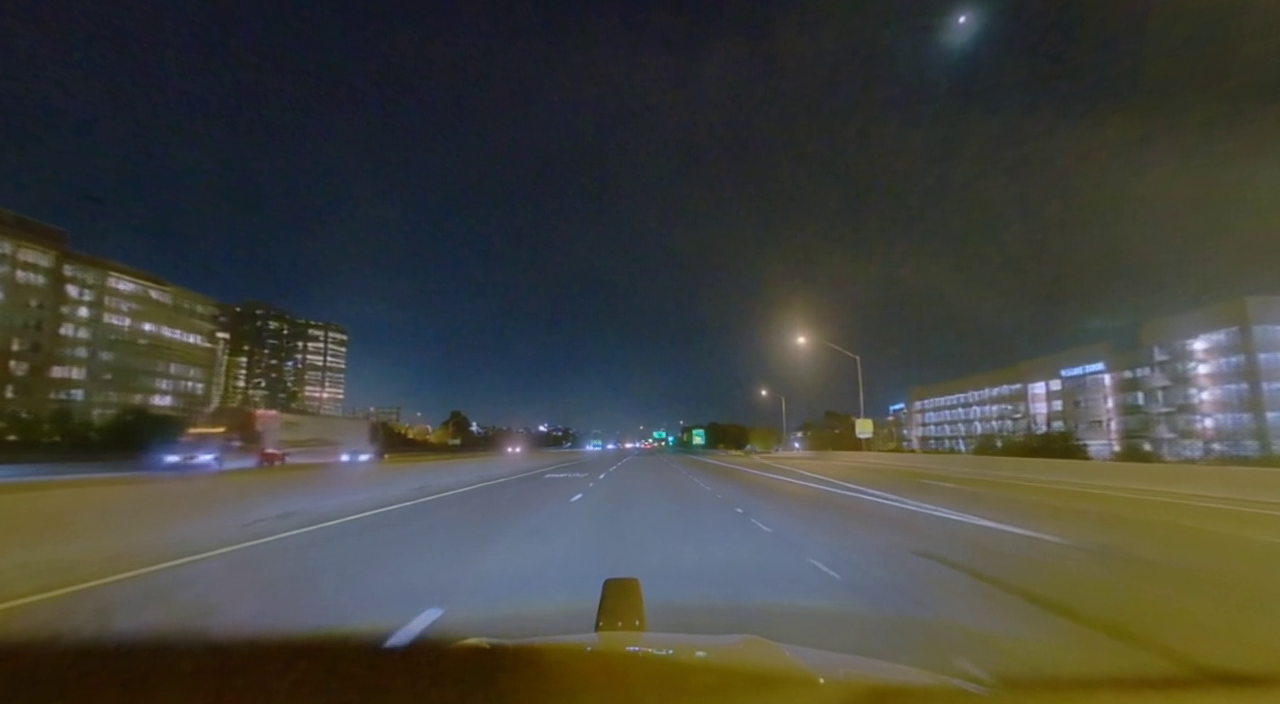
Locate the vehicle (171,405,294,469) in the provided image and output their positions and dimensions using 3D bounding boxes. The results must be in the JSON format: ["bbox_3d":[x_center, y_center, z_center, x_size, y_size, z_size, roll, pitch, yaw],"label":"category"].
[{"bbox_3d":[-30.969,6.617,48.521,2.979,4.421,9.285,0,-9,1],"label":"vehicle"}]
